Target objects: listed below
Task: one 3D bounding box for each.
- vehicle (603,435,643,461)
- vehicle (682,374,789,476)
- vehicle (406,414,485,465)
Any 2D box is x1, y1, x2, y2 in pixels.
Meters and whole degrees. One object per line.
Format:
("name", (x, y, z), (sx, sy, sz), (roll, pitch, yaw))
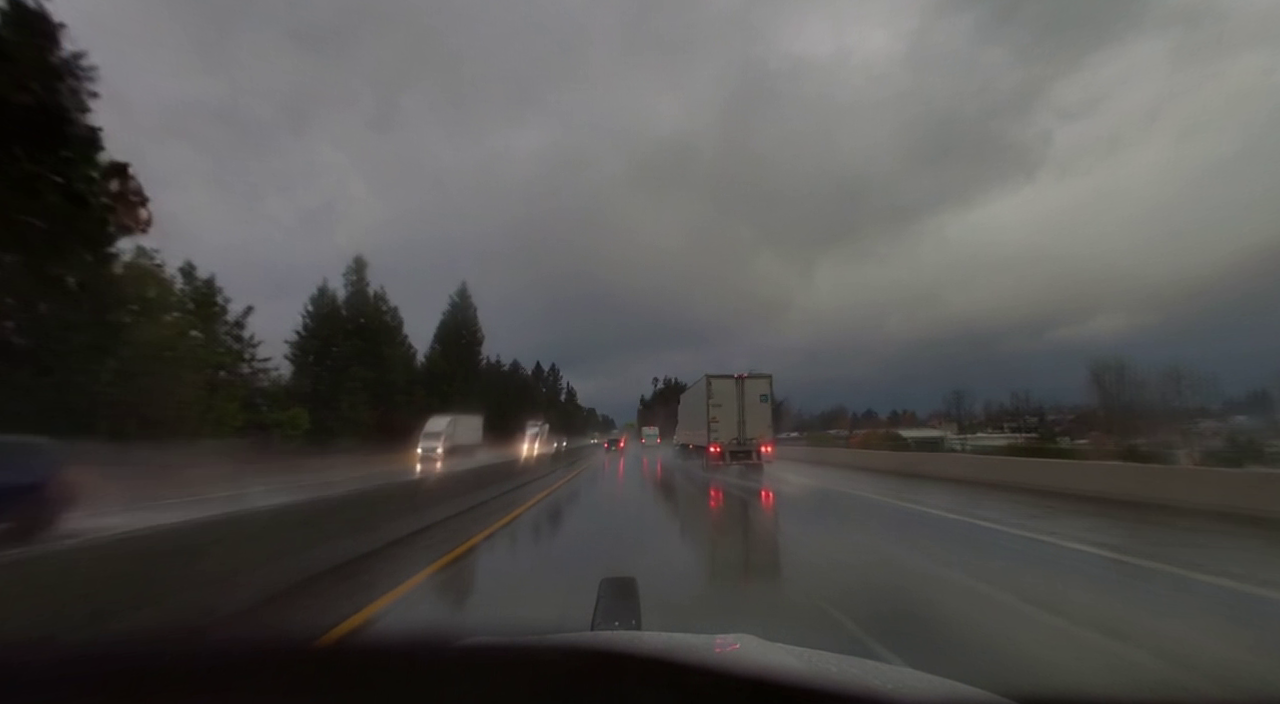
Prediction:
("vehicle", (-0.987, 5.733, 37.805), (2.259, 1.466, 3.693), (0, -8, -1))
("vehicle", (3.595, 3.075, 26.105), (2.921, 3.526, 8.207), (0, -8, -2))
("vehicle", (-14.382, 6.602, 47.680), (2.961, 3.458, 9.579), (0, -8, 0))
